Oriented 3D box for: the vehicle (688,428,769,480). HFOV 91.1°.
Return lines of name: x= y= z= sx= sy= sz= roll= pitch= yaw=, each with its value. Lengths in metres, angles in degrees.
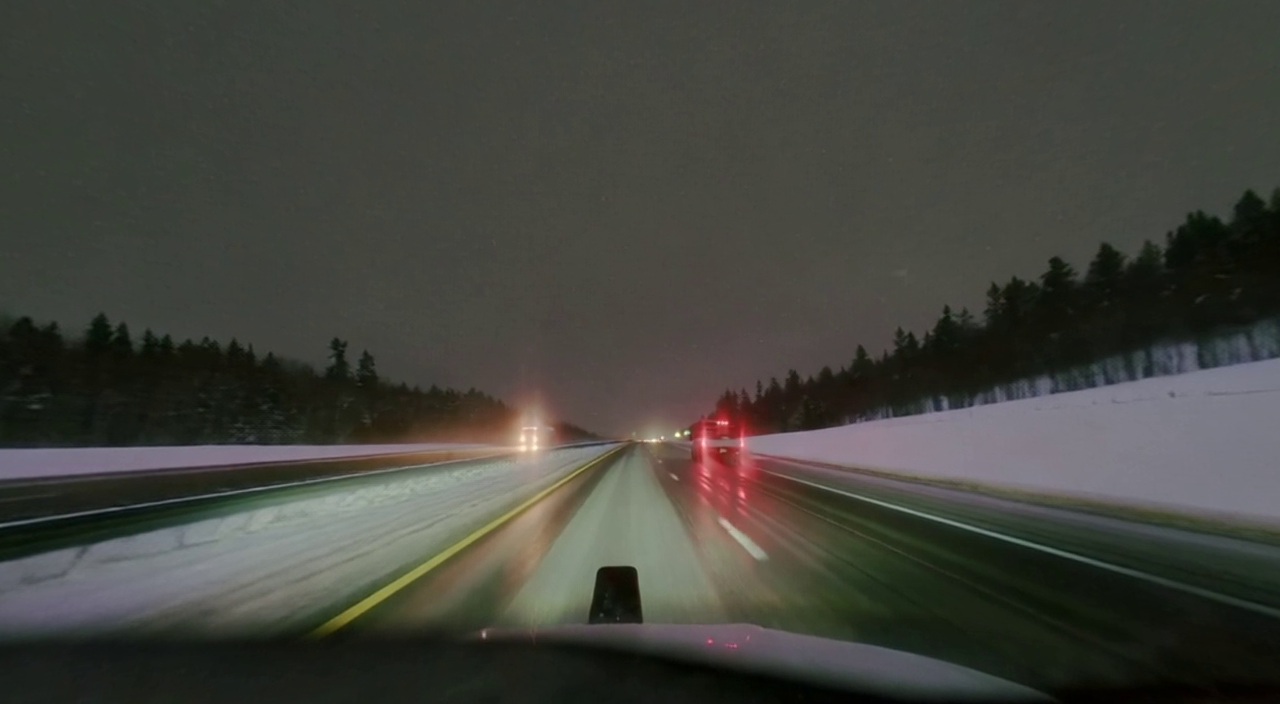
vehicle: x=2.924 y=3.464 z=21.736 sx=2.084 sy=1.583 sz=4.420 roll=0 pitch=-8 yaw=-1
